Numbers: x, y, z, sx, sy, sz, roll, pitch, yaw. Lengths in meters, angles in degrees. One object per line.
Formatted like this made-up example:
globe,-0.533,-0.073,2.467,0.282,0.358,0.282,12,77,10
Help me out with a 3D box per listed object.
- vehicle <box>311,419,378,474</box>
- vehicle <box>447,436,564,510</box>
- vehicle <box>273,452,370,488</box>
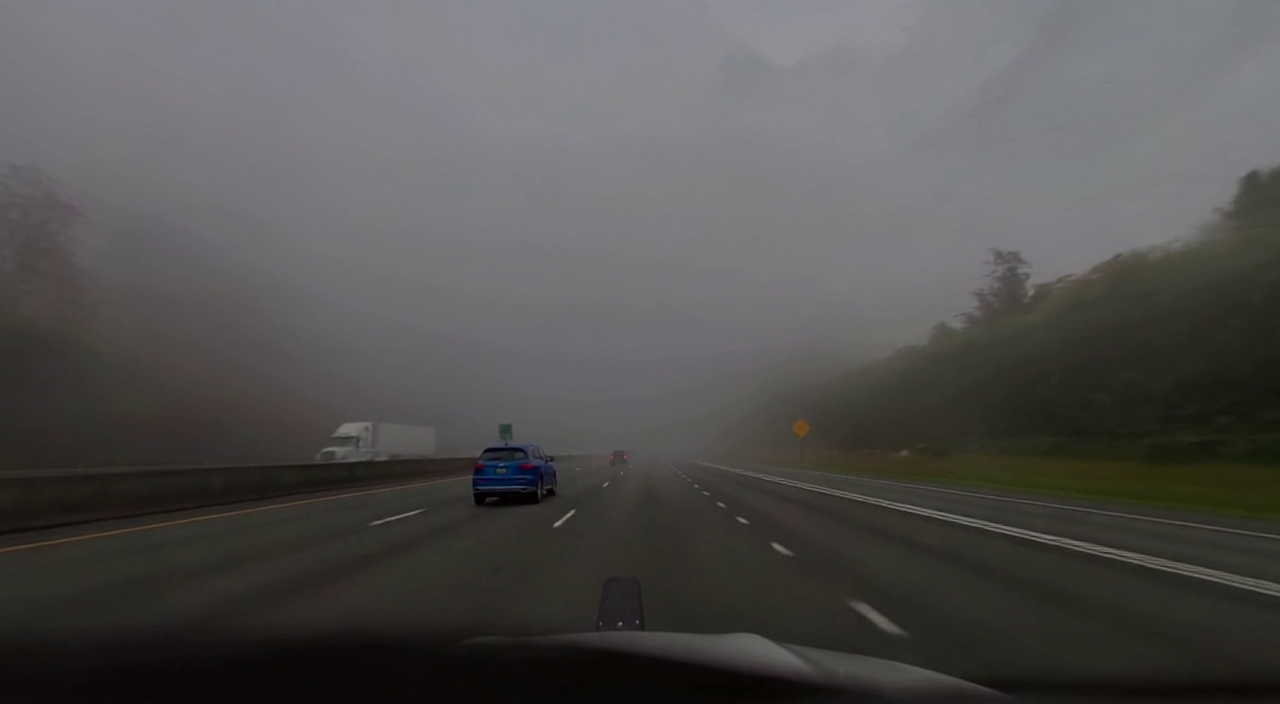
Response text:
vehicle,-22.226,7.118,47.672,2.979,3.977,3.790,0,-8,2
vehicle,-3.250,3.008,16.190,2.016,1.623,4.126,0,-8,1
vehicle,-14.365,5.322,28.793,1.906,1.458,4.581,0,-8,2
